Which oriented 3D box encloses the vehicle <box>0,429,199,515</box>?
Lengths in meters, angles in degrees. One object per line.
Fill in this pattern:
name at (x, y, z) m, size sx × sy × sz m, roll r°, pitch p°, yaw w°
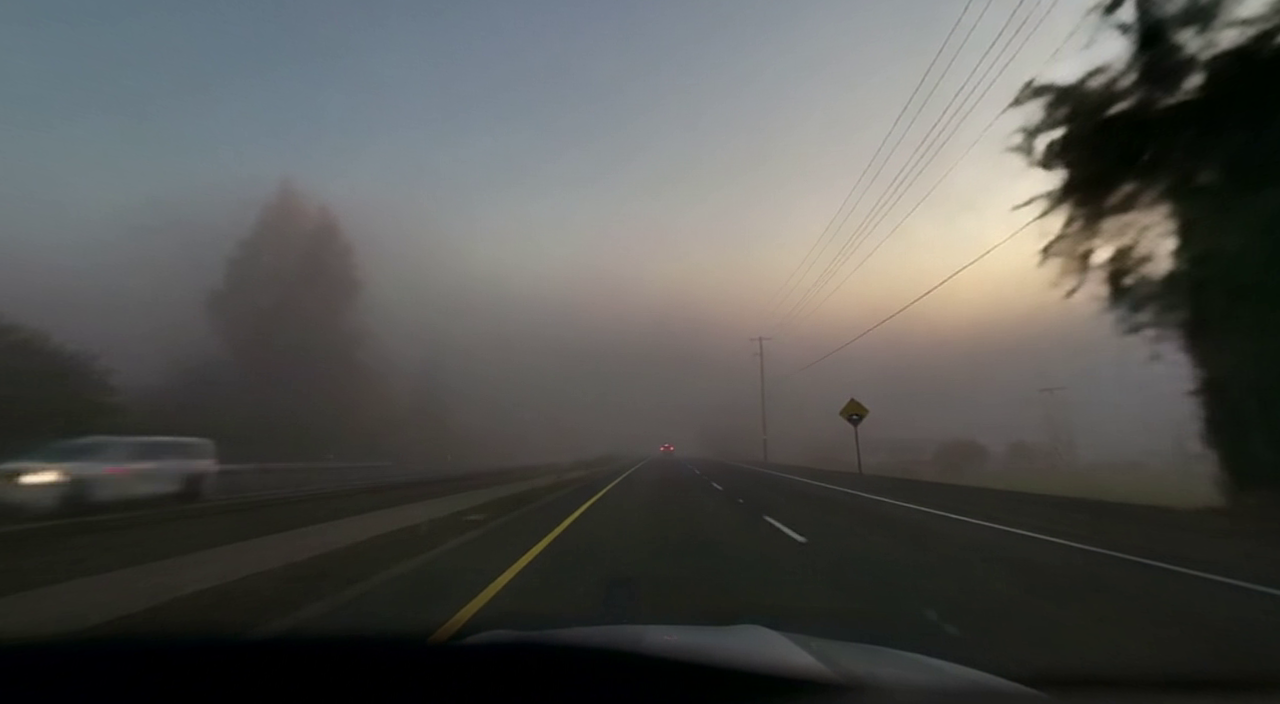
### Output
vehicle at (-16.563, 3.449, 18.692) m, size 2.429 × 2.067 × 6.210 m, roll -1°, pitch -9°, yaw 1°
